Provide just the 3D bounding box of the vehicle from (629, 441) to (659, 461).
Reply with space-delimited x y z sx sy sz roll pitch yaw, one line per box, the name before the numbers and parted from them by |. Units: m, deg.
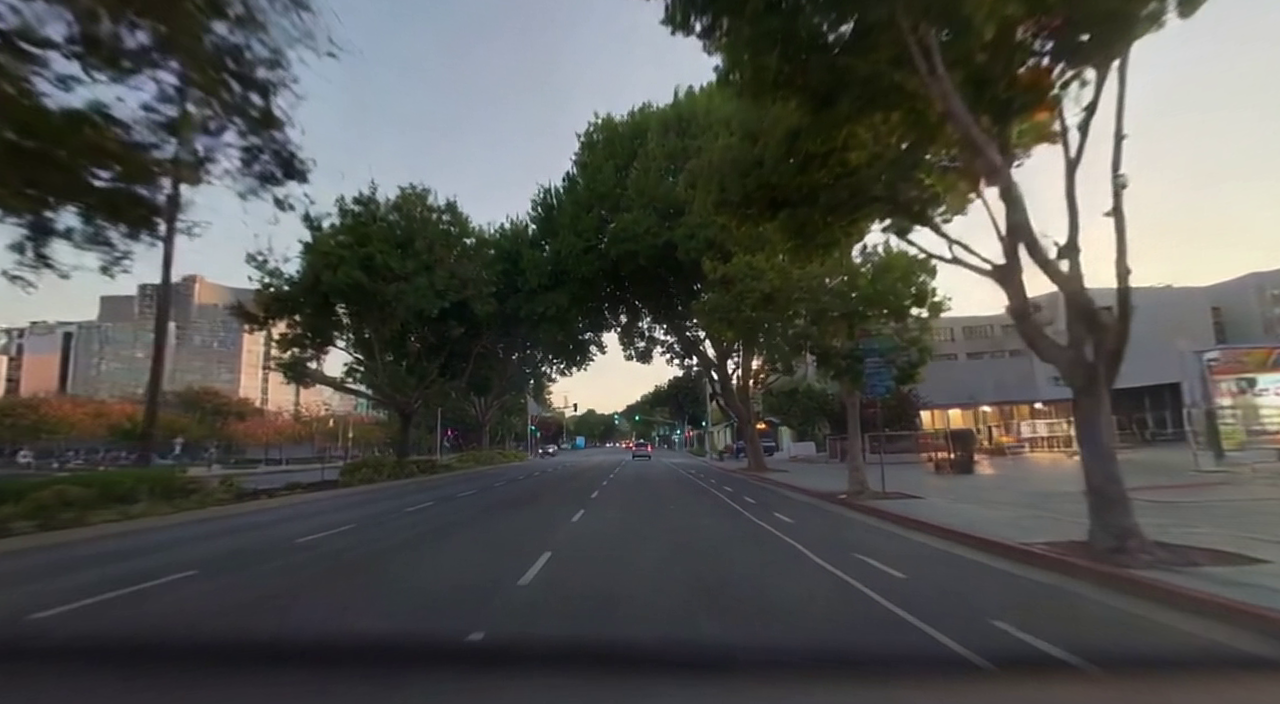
vehicle | 0.246 7.414 47.443 2.115 1.461 3.976 0 -8 -1
